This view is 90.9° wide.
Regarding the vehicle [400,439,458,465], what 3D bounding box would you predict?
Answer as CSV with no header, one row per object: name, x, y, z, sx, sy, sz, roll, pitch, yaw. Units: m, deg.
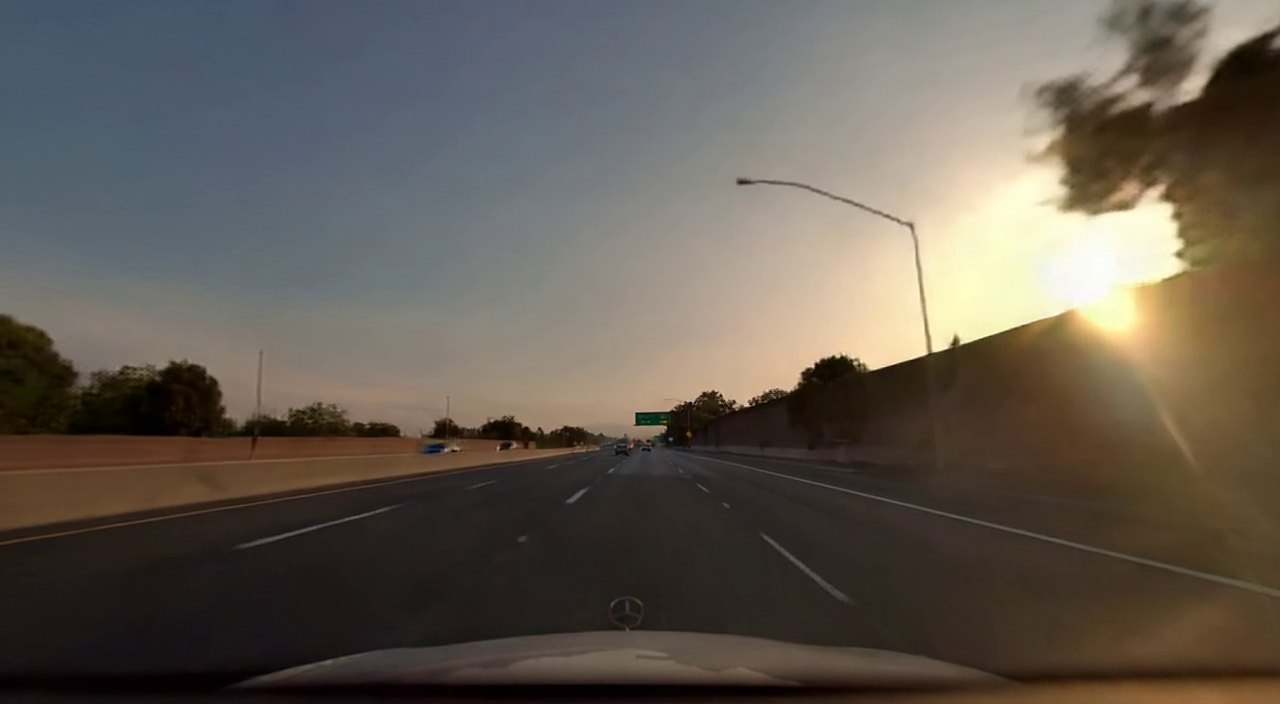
vehicle,-13.663,6.488,41.115,2.002,1.600,4.733,0,-8,1
